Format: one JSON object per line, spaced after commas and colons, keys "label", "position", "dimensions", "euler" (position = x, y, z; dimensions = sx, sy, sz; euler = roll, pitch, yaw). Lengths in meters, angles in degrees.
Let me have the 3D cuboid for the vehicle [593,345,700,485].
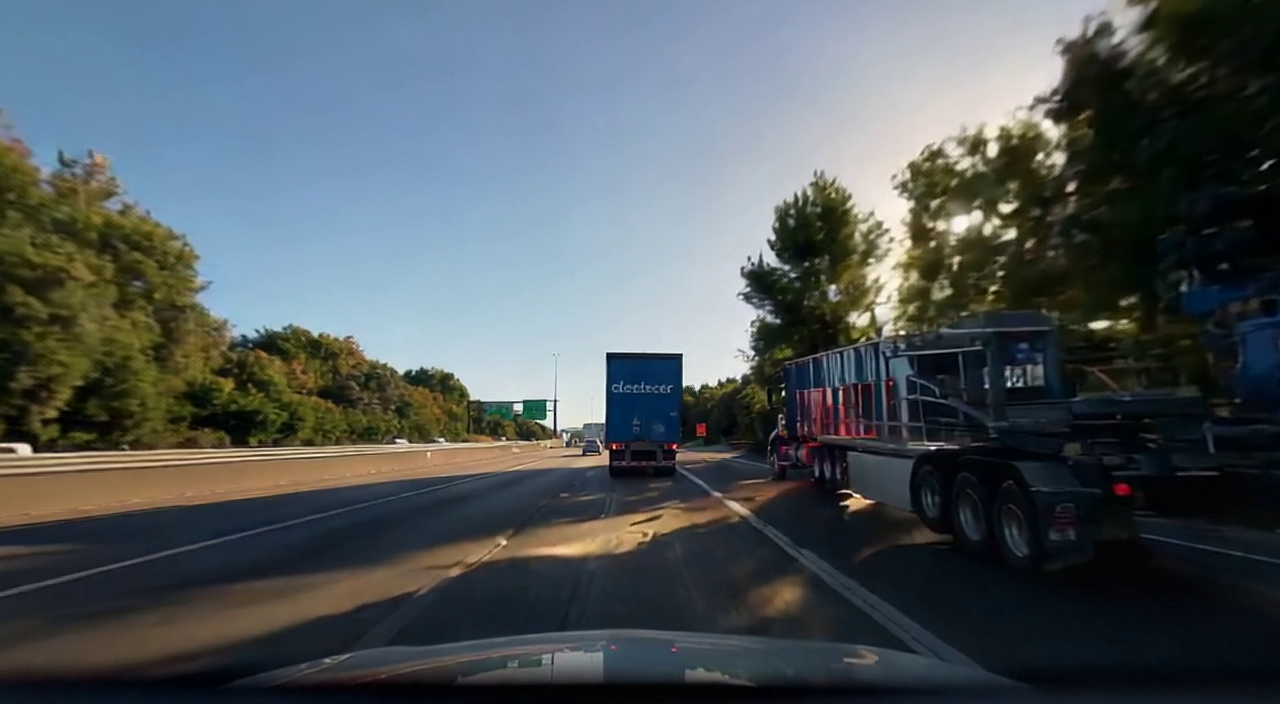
{"label": "vehicle", "position": [0.077, 2.372, 22.369], "dimensions": [2.920, 3.860, 10.035], "euler": [0, -8, -1]}
